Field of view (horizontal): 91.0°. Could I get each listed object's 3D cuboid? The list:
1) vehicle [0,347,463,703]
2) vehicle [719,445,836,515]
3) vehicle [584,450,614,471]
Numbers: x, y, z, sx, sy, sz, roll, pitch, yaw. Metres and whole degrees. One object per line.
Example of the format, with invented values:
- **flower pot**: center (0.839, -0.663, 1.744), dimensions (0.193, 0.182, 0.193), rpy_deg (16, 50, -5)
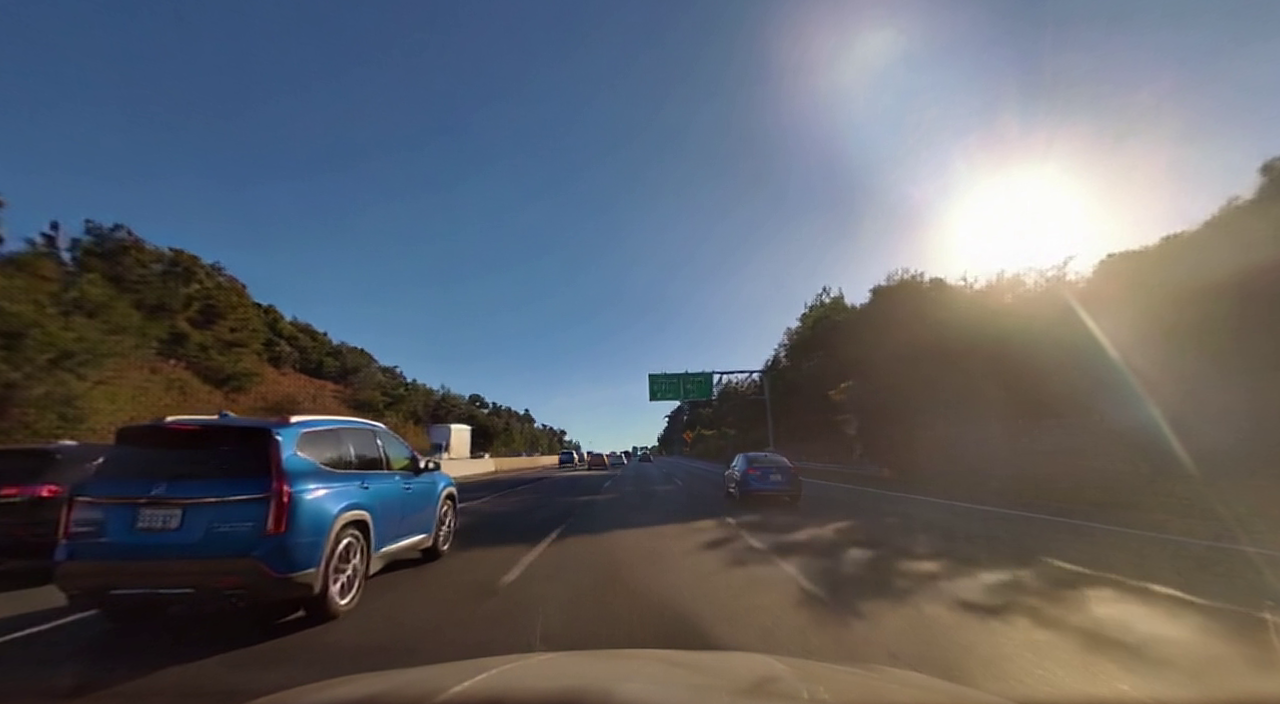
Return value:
- **vehicle**: center (-3.154, 1.185, 5.025), dimensions (2.137, 1.756, 4.453), rpy_deg (0, -9, 0)
- **vehicle**: center (3.256, 3.113, 15.846), dimensions (1.979, 1.486, 4.125), rpy_deg (1, -9, -1)
- **vehicle**: center (-3.191, 8.481, 49.440), dimensions (2.030, 1.563, 4.389), rpy_deg (0, -9, 0)
